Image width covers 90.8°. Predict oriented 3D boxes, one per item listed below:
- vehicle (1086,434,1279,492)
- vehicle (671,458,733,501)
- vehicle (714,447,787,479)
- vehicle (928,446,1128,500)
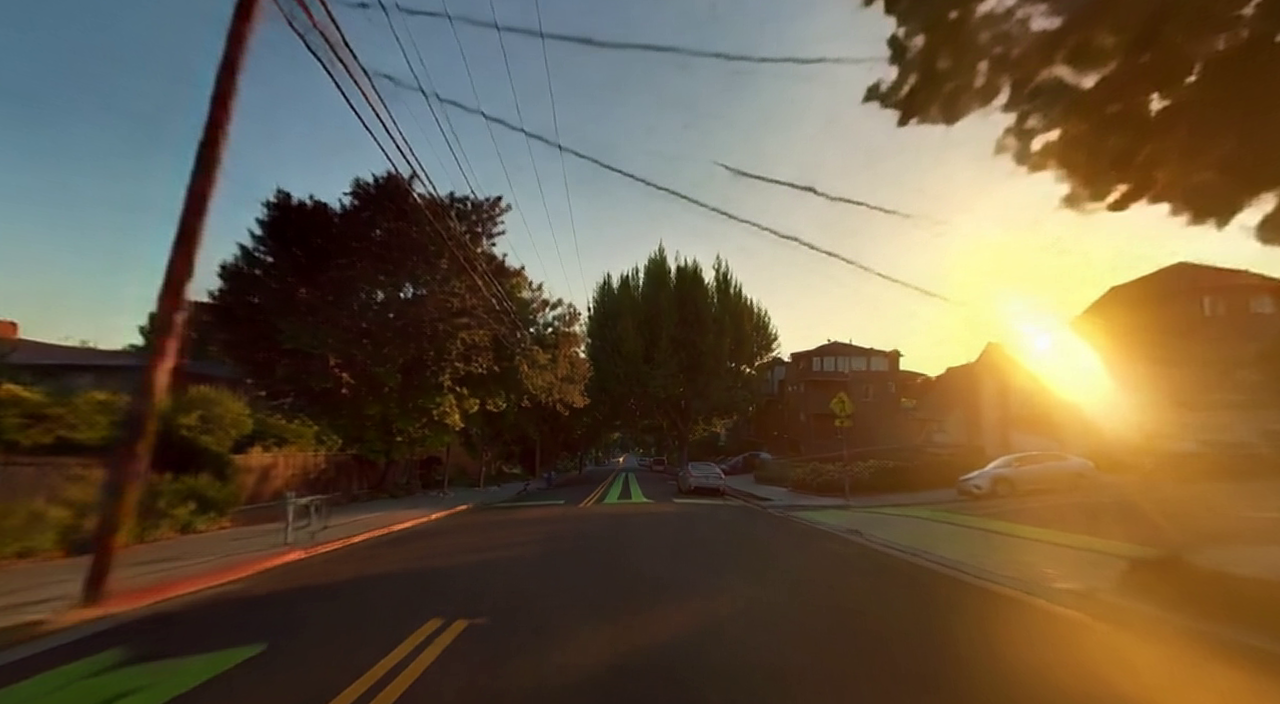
[{"bbox_3d":[17.015,3.485,19.783,4.578,1.675,2.010,0,-12,-5],"label":"vehicle"},{"bbox_3d":[2.582,5.484,27.587,1.989,1.545,5.423,0,-9,-2],"label":"vehicle"},{"bbox_3d":[8.333,8.351,47.827,4.922,1.846,1.941,-5,-8,-6],"label":"vehicle"},{"bbox_3d":[11.759,3.742,19.385,4.809,1.494,1.940,0,-13,-3],"label":"vehicle"}]
